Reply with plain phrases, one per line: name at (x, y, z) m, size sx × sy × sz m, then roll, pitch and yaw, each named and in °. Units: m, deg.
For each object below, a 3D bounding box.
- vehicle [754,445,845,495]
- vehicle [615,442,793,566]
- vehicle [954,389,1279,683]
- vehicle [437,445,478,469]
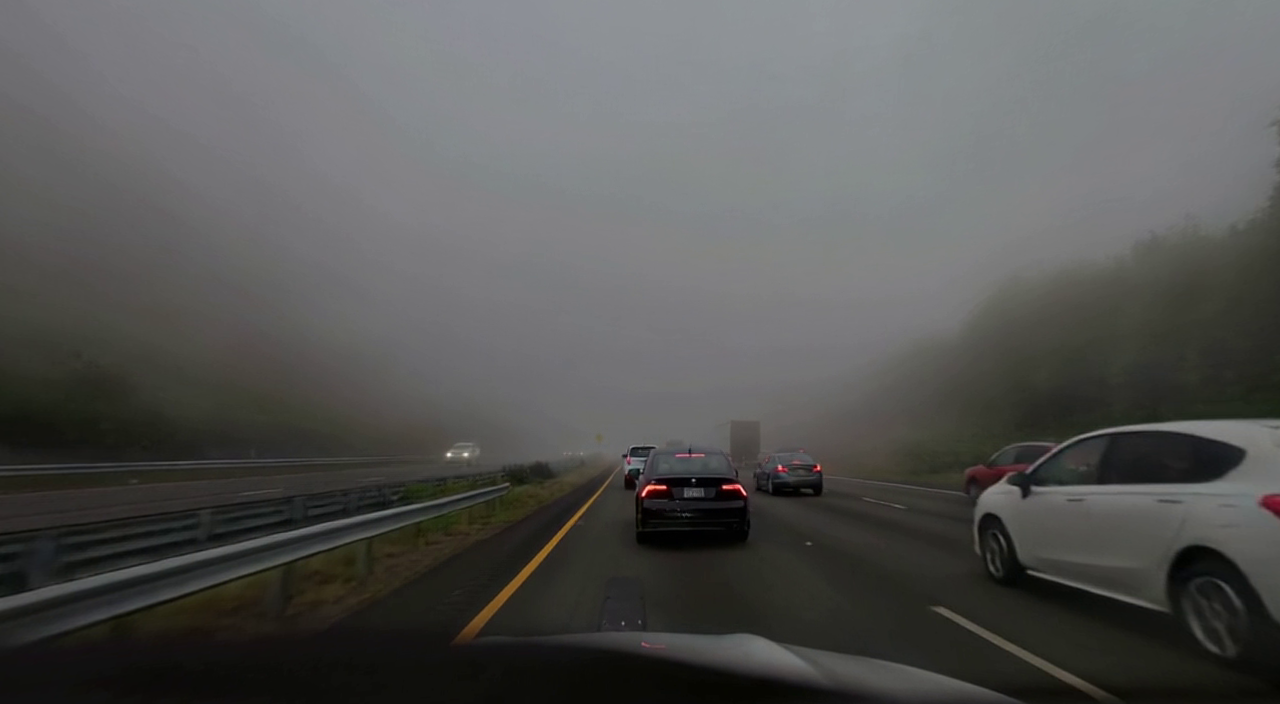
vehicle at (5.260, 3.960, 21.411) m, size 1.908 × 1.500 × 4.157 m, roll 0°, pitch -9°, yaw -1°
vehicle at (0.716, 2.091, 9.345) m, size 2.094 × 1.426 × 3.725 m, roll 0°, pitch -9°, yaw -1°
vehicle at (4.637, 1.241, 4.837) m, size 1.998 × 1.657 × 4.604 m, roll 0°, pitch -9°, yaw -1°
vehicle at (-12.504, 7.204, 43.295) m, size 1.744 × 1.527 × 3.666 m, roll 0°, pitch -9°, yaw -1°
